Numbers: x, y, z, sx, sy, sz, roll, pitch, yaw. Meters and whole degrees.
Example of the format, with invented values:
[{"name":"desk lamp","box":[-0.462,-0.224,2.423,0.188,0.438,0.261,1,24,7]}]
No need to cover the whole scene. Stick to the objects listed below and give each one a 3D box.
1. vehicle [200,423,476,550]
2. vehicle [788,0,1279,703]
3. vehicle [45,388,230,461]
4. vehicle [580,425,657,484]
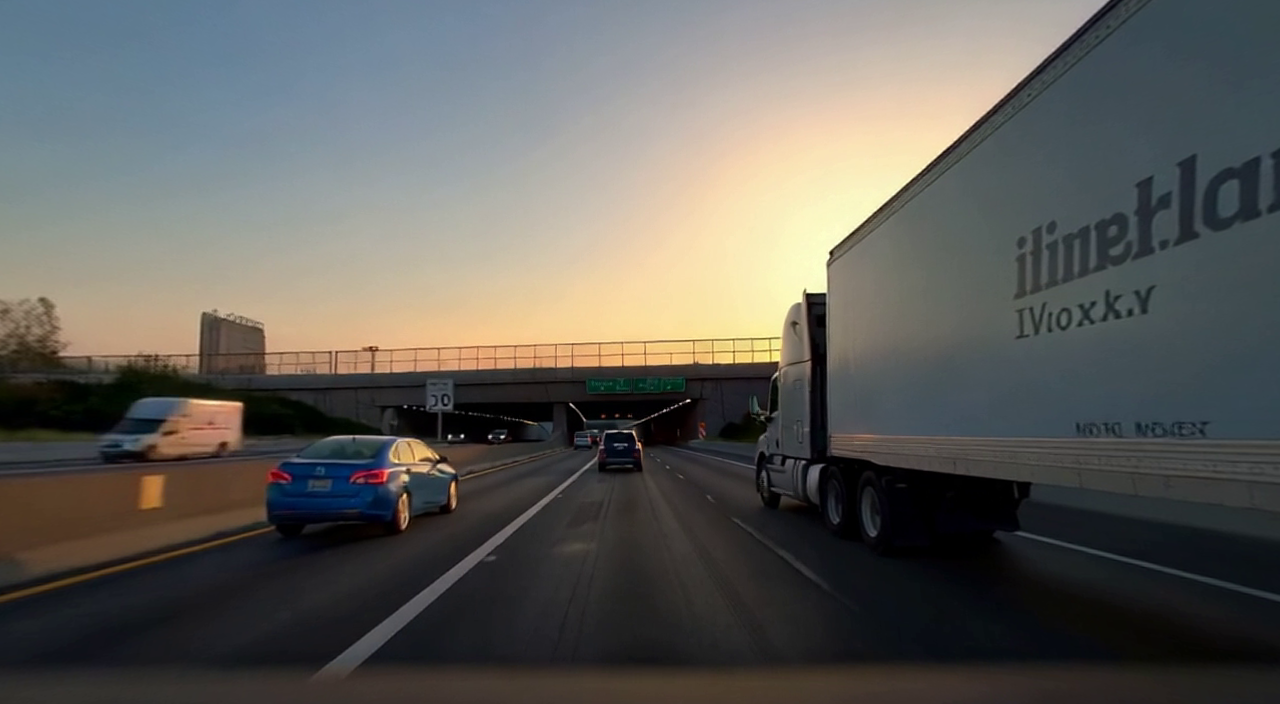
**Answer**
[{"name":"vehicle","box":[-4.049,1.844,9.457,2.019,1.435,4.317,0,-8,0]},{"name":"vehicle","box":[3.958,-0.242,3.207,2.842,4.108,14.081,0,-8,-1]},{"name":"vehicle","box":[-19.537,2.929,25.101,2.360,2.529,6.082,0,-8,-1]},{"name":"vehicle","box":[-0.624,3.064,19.145,2.094,1.600,3.666,0,-8,-1]}]
